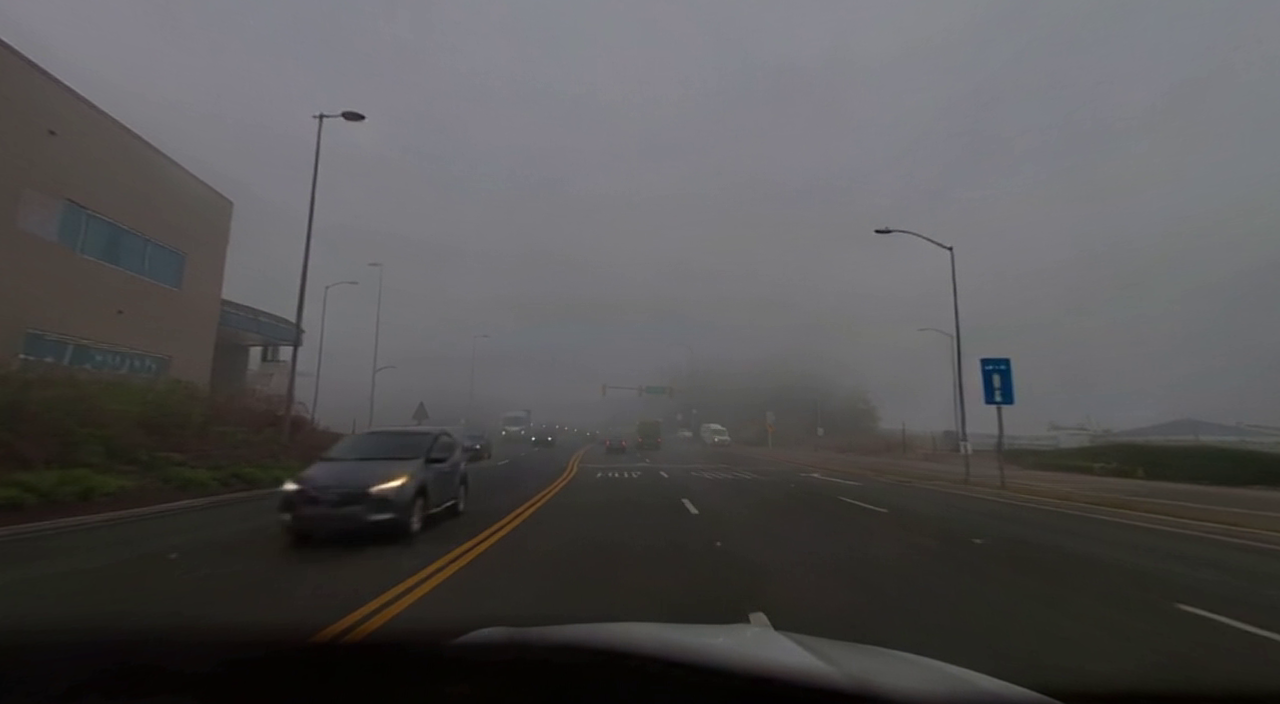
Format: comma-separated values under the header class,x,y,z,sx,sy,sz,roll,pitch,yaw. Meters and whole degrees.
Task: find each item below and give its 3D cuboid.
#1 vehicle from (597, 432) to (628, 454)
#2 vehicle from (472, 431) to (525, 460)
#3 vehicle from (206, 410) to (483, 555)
class,x,y,z,sx,sy,sz,roll,pitch,yaw
vehicle,-1.943,6.344,44.014,2.060,1.491,3.873,0,-8,-3
vehicle,-7.743,5.156,34.908,2.028,1.495,4.532,0,-8,-2
vehicle,-3.712,1.684,8.853,2.003,1.562,3.862,0,-8,0
